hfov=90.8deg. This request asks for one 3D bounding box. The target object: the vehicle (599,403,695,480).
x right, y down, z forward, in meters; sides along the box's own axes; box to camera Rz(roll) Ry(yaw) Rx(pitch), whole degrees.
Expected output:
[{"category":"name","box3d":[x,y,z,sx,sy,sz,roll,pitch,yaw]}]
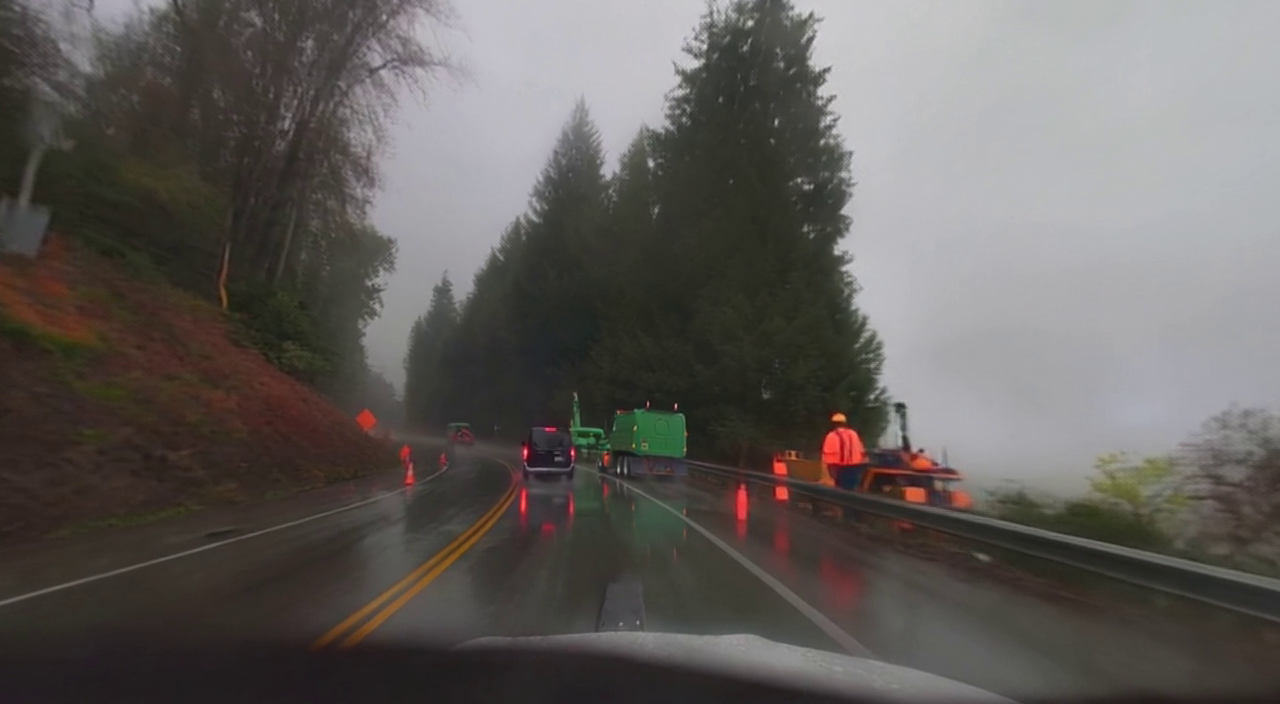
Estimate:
[{"category":"vehicle","box3d":[0.053,4.432,31.883,3.126,3.310,8.534,1,-8,-11]}]

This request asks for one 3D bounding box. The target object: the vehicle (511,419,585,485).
[{"category":"vehicle","box3d":[-3.638,3.798,24.146,2.362,2.223,4.892,2,-9,-13]}]
